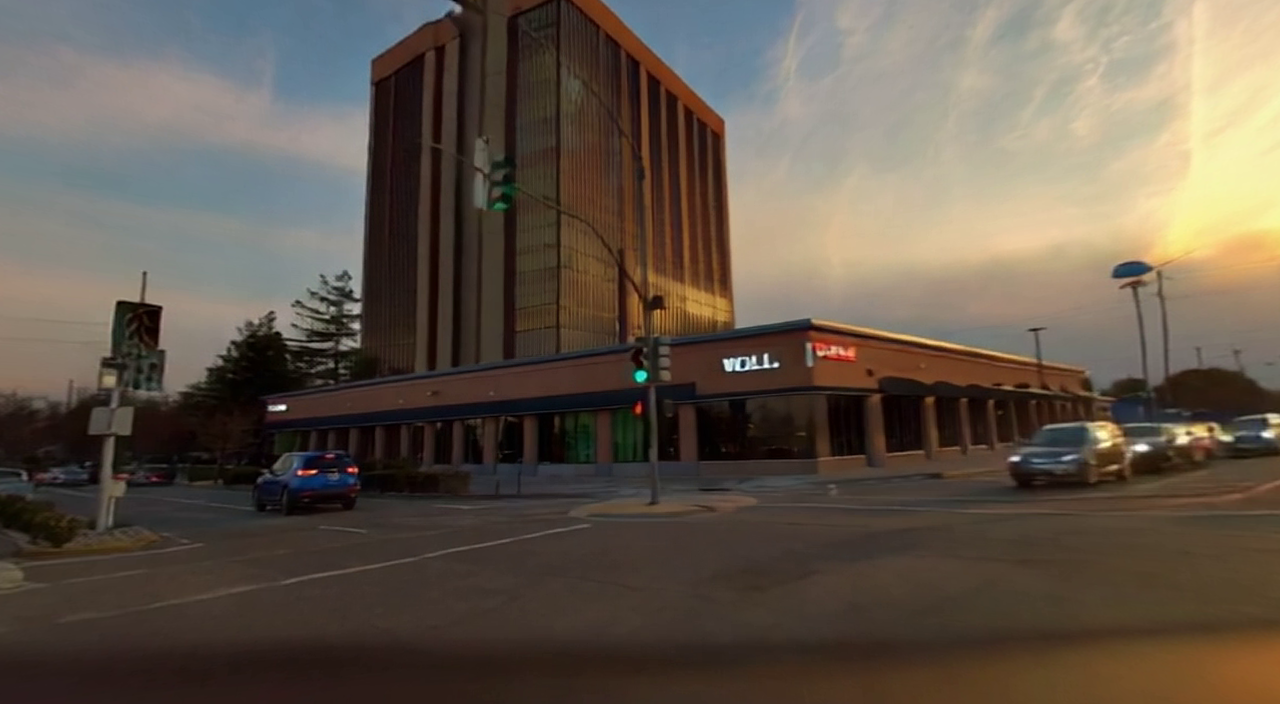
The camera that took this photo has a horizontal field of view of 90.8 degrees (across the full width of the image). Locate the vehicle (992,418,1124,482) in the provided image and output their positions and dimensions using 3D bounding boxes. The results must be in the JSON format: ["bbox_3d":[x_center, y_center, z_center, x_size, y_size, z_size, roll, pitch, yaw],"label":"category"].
[{"bbox_3d":[11.985,2.764,18.011,4.342,1.596,2.005,7,-11,-42],"label":"vehicle"}]

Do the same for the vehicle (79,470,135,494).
[{"bbox_3d":[-41.553,10.091,49.213,3.855,1.627,1.943,-5,-10,28],"label":"vehicle"}]

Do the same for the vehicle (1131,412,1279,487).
[{"bbox_3d":[13.730,2.340,15.251,4.210,1.529,2.163,7,-12,-43],"label":"vehicle"}]

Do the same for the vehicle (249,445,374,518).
[{"bbox_3d":[-9.515,3.577,18.123,2.238,1.762,4.445,6,-11,-39],"label":"vehicle"}]
